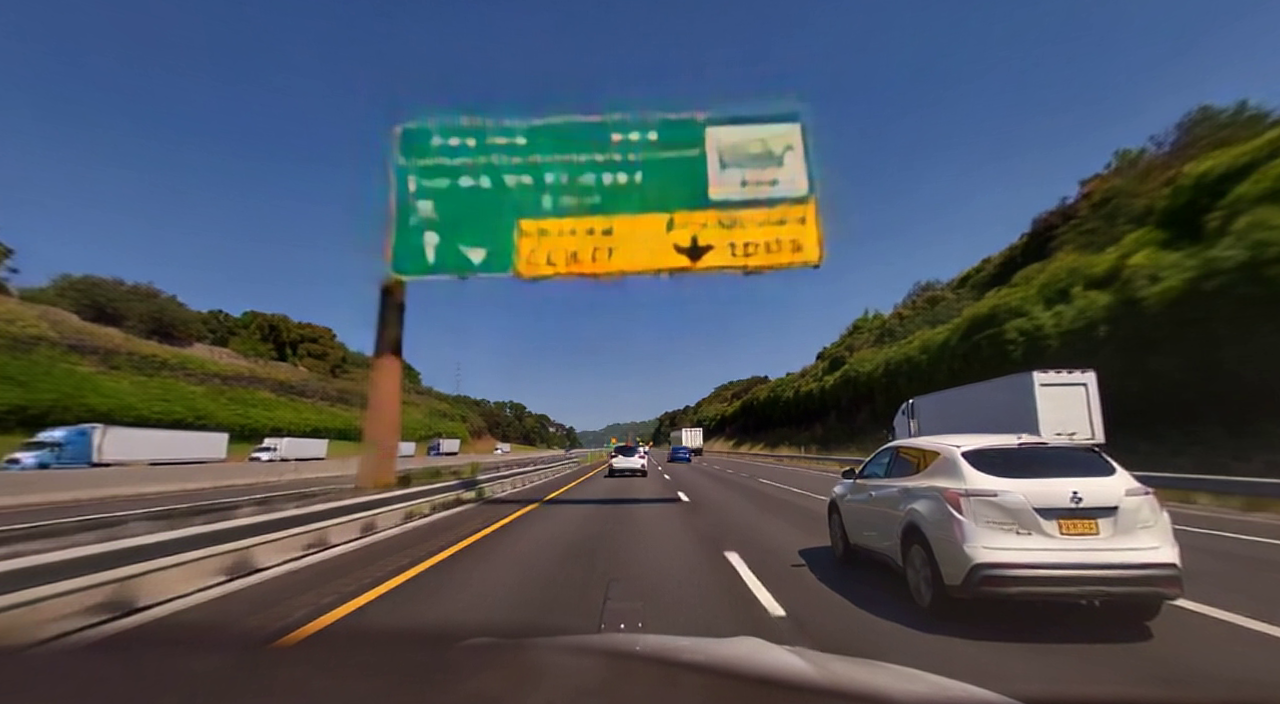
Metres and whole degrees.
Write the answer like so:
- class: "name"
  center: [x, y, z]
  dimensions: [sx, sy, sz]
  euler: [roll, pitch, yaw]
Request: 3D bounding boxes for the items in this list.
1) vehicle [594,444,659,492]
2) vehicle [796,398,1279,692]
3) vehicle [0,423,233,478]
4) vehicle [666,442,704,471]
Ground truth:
- class: "vehicle"
  center: [-0.437, 3.836, 21.128]
  dimensions: [1.970, 1.441, 3.846]
  euler: [0, -9, -1]
- class: "vehicle"
  center: [3.087, 1.381, 5.738]
  dimensions: [1.997, 1.534, 4.664]
  euler: [0, -9, -2]
- class: "vehicle"
  center: [-36.797, 7.195, 45.988]
  dimensions: [2.760, 3.231, 16.626]
  euler: [0, -9, 2]
- class: "vehicle"
  center: [2.720, 6.512, 39.320]
  dimensions: [2.048, 1.704, 4.284]
  euler: [0, -9, 0]
